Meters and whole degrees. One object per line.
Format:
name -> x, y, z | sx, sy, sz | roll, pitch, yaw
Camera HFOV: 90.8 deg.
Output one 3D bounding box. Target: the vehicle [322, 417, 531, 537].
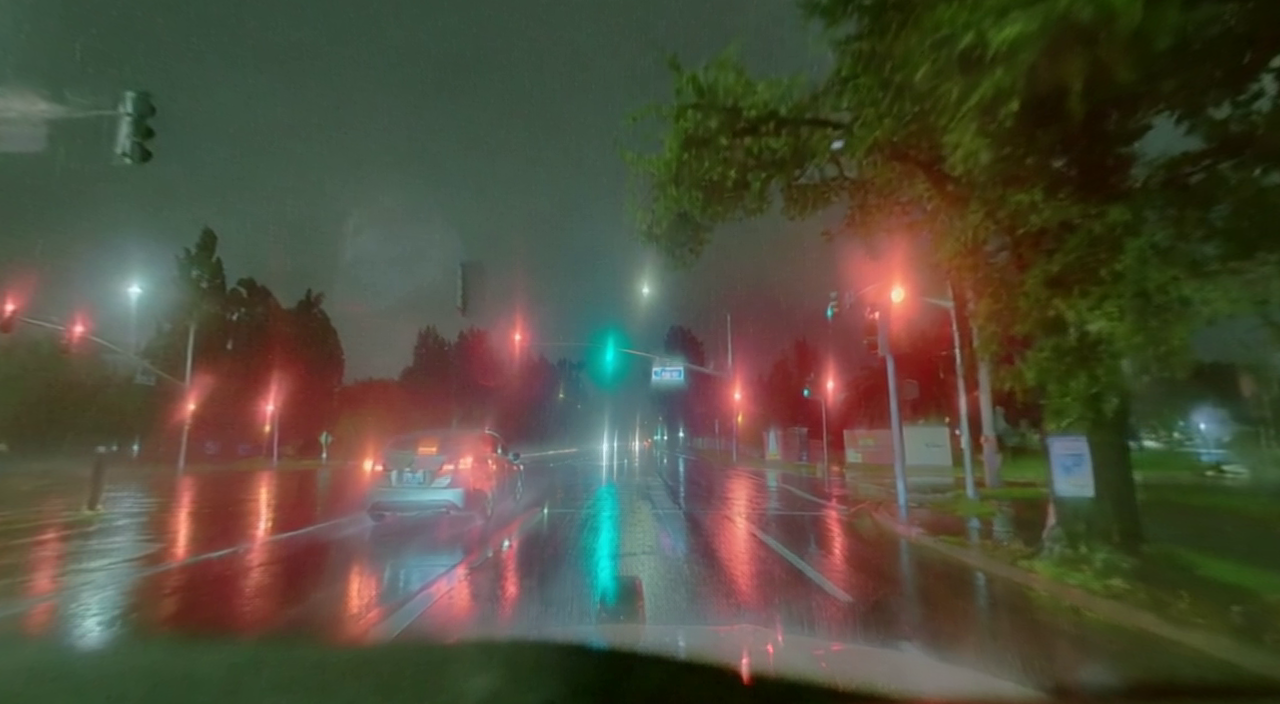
vehicle -> -3.247, 2.012, 10.768 | 2.076, 1.599, 4.483 | 0, -8, -1
